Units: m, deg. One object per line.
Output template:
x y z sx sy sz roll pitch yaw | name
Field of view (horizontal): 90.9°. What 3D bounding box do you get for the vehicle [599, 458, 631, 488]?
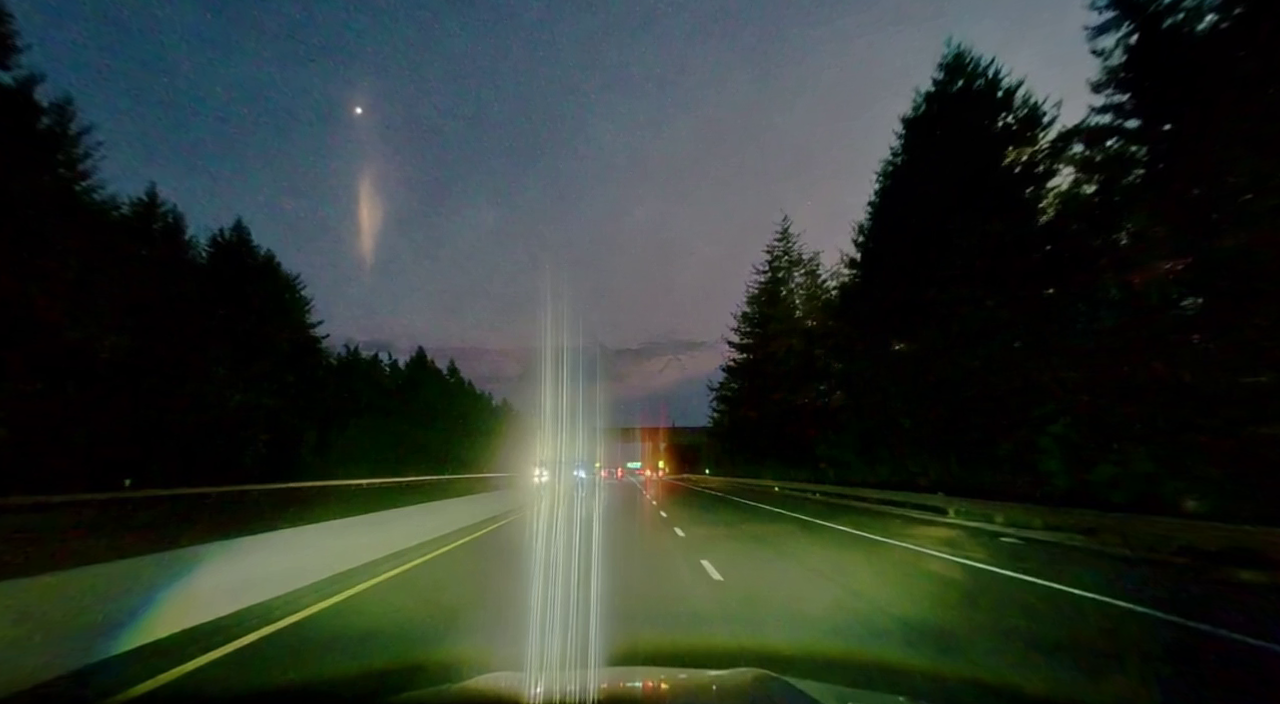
-1.753 8.676 45.333 2.162 1.973 4.341 1 -11 -2 | vehicle
